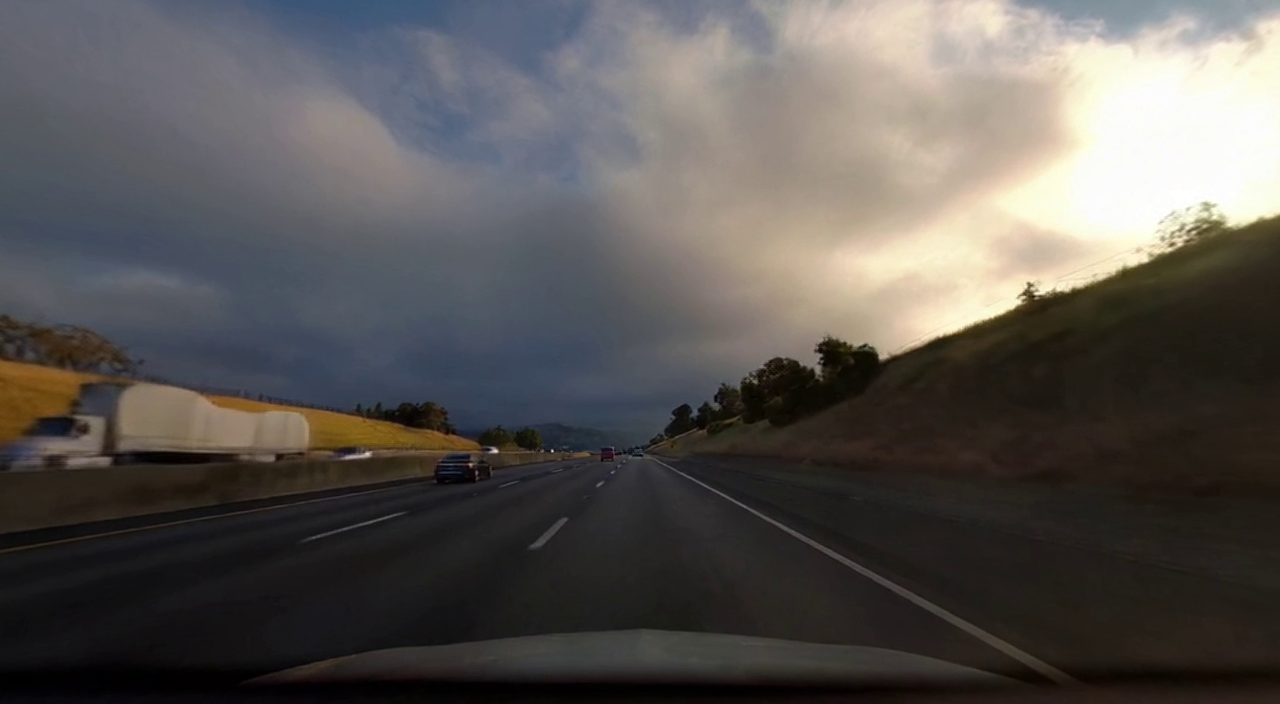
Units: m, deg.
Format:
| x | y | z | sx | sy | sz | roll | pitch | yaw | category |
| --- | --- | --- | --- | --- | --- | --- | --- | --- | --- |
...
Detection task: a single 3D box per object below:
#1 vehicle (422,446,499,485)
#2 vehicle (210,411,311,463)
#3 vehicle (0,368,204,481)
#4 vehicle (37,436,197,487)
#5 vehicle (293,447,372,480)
| x | y | z | sx | sy | sz | roll | pitch | yaw | category |
| --- | --- | --- | --- | --- | --- | --- | --- | --- | --- |
| -7.400 | 4.705 | 26.470 | 1.966 | 1.476 | 4.240 | 0 | -9 | 0 | vehicle |
| -22.447 | 5.142 | 37.659 | 2.266 | 2.825 | 6.027 | 0 | -9 | -1 | vehicle |
| -22.466 | 3.157 | 26.192 | 2.834 | 3.959 | 7.991 | 0 | -9 | -1 | vehicle |
| -18.238 | 3.844 | 22.300 | 1.867 | 1.585 | 4.415 | 0 | -9 | 0 | vehicle |
| -14.538 | 5.262 | 30.001 | 1.806 | 1.433 | 3.932 | 0 | -9 | -1 | vehicle |
